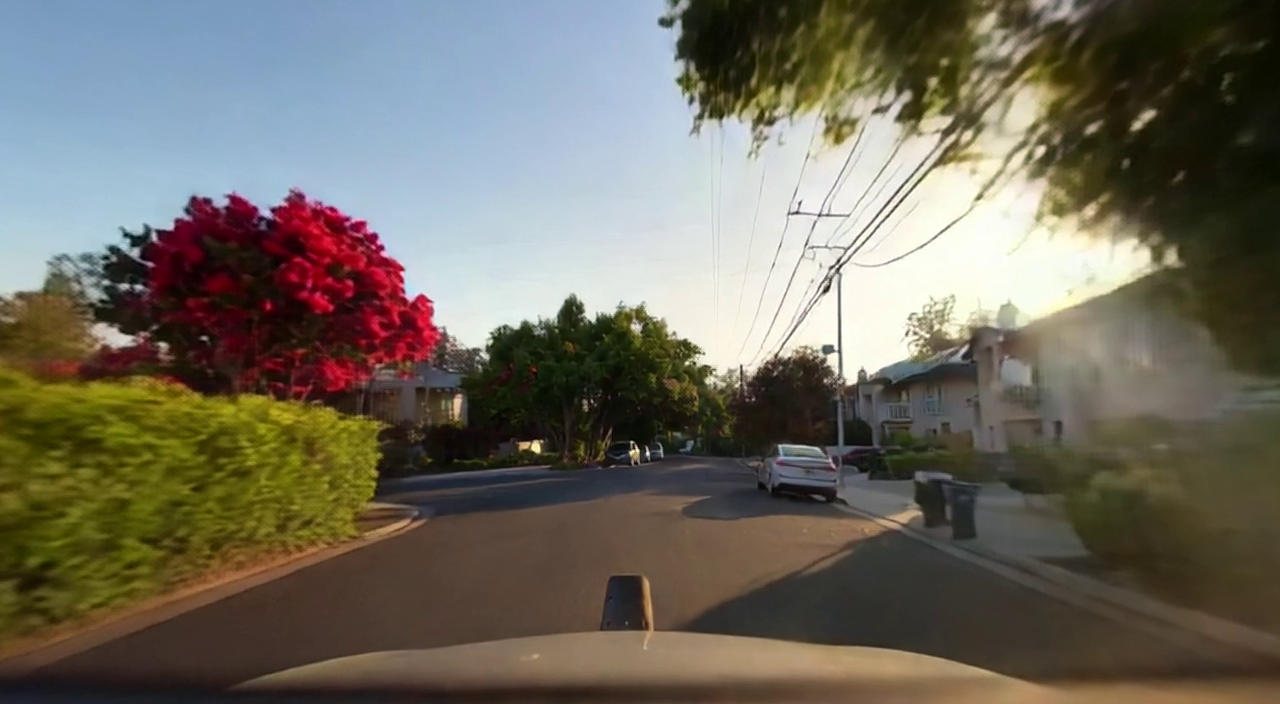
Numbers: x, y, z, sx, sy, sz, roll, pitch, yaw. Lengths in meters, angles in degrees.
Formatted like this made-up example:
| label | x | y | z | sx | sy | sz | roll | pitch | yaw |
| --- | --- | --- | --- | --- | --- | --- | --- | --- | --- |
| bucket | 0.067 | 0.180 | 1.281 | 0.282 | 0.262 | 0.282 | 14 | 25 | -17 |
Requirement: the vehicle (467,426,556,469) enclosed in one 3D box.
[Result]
| label | x | y | z | sx | sy | sz | roll | pitch | yaw |
| --- | --- | --- | --- | --- | --- | --- | --- | --- | --- |
| vehicle | -8.914 | 6.634 | 43.771 | 5.828 | 2.818 | 2.231 | 2 | -9 | -12 |

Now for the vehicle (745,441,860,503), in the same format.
| label | x | y | z | sx | sy | sz | roll | pitch | yaw |
| --- | --- | --- | --- | --- | --- | --- | --- | --- | --- |
| vehicle | 4.284 | 3.255 | 17.587 | 2.151 | 1.468 | 5.066 | -1 | -9 | 4 |

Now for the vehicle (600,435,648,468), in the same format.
| label | x | y | z | sx | sy | sz | roll | pitch | yaw |
| --- | --- | --- | --- | --- | --- | --- | --- | --- | --- |
| vehicle | -0.923 | 6.374 | 40.436 | 2.463 | 1.951 | 5.794 | -1 | -9 | 4 |
